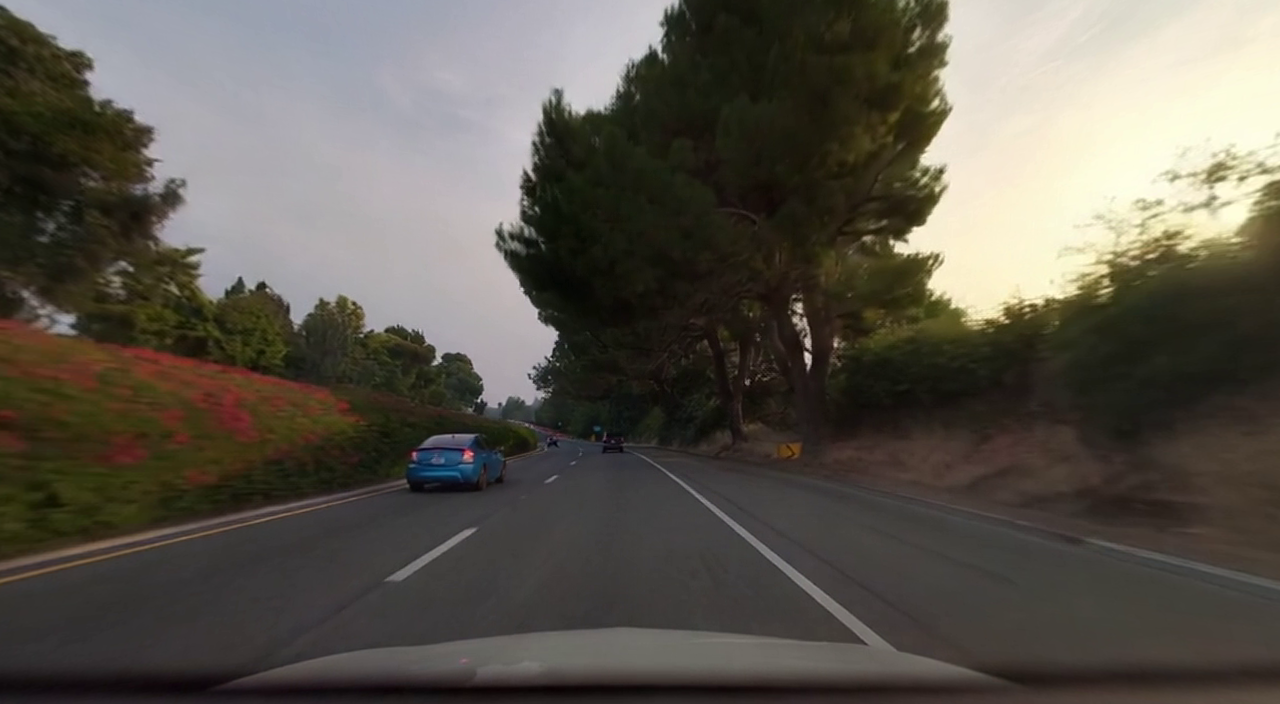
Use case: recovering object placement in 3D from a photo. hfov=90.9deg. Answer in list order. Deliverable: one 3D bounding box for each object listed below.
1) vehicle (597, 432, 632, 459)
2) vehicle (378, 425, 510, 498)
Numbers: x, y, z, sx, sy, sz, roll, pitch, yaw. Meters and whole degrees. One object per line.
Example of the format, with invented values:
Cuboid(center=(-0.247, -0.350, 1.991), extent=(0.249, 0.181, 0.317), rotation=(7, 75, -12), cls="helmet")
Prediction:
Cuboid(center=(-1.654, 5.821, 39.371), extent=(2.041, 1.618, 3.898), rotation=(0, -8, -4), cls="vehicle")
Cuboid(center=(-4.913, 2.796, 16.626), extent=(2.039, 1.627, 4.844), rotation=(0, -8, -2), cls="vehicle")
